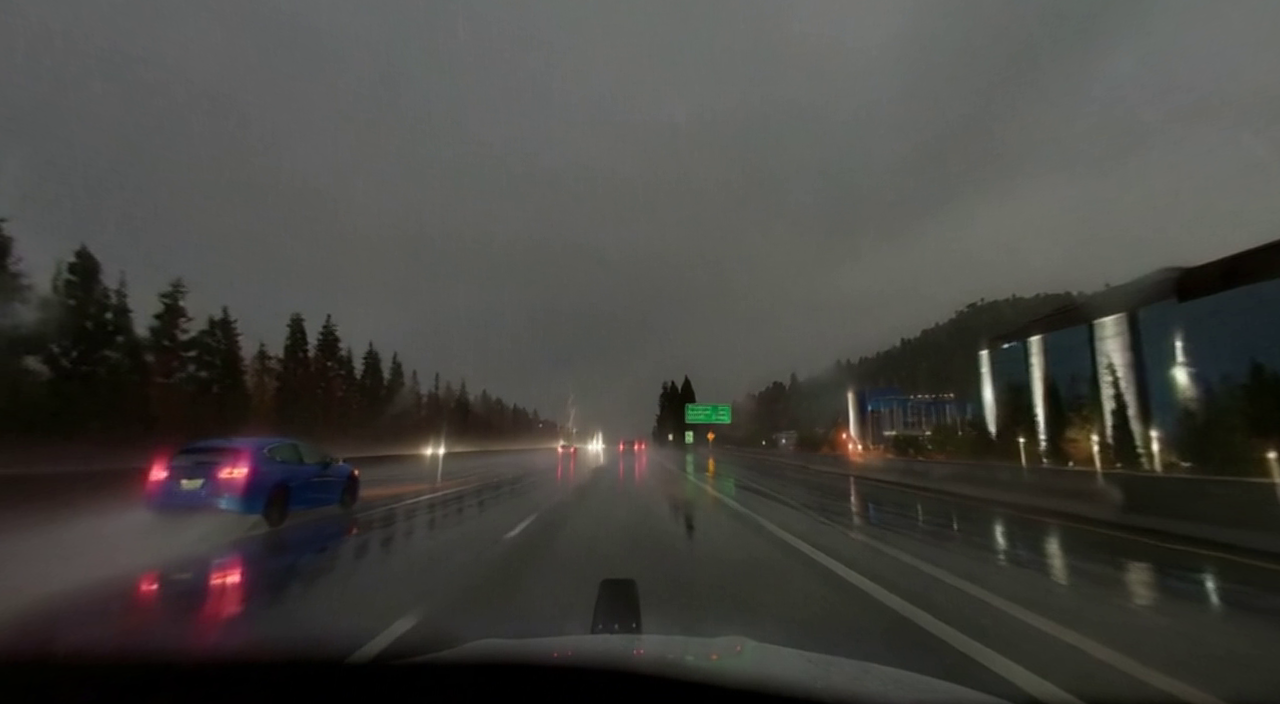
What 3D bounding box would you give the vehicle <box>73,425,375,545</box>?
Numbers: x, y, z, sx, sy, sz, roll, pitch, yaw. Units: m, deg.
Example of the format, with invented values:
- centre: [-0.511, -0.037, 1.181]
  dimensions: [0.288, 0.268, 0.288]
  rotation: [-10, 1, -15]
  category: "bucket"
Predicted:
- centre: [-6.693, 2.173, 11.065]
  dimensions: [2.016, 1.606, 4.806]
  rotation: [0, -9, 0]
  category: "vehicle"
